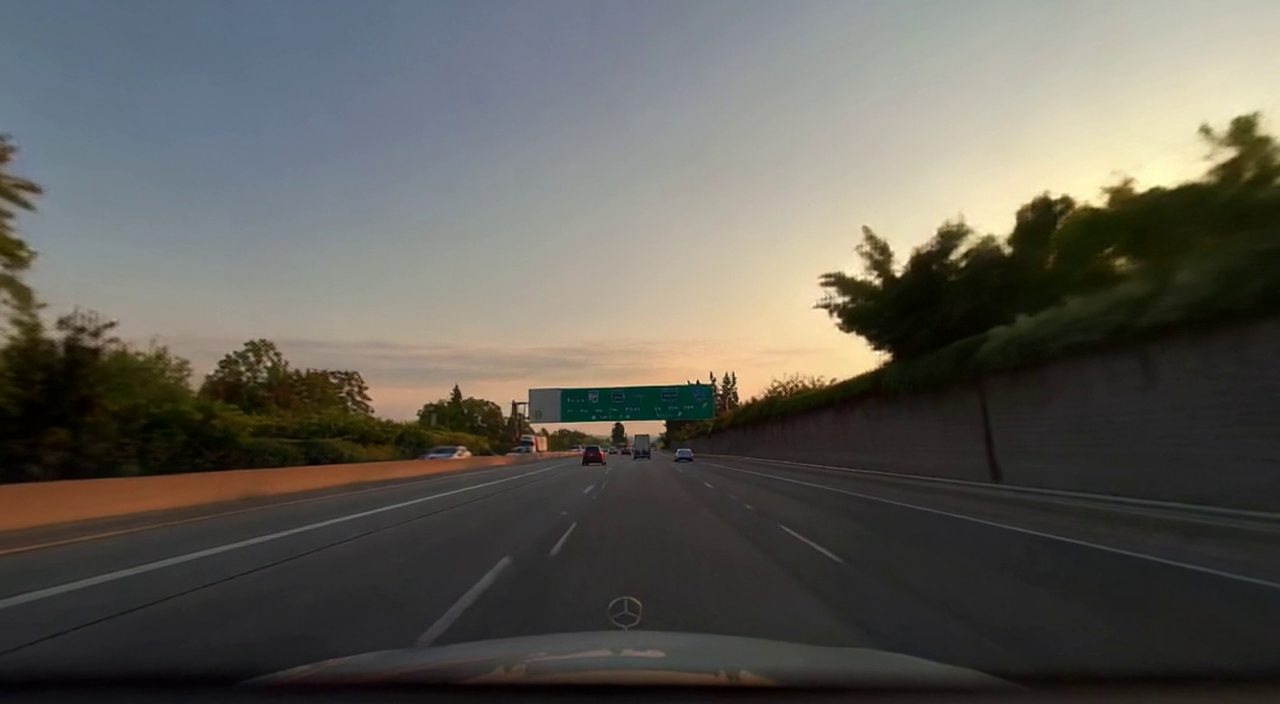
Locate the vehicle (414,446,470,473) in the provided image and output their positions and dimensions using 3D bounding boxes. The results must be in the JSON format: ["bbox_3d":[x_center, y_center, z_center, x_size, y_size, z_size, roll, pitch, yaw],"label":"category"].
[{"bbox_3d":[-11.942,6.500,38.350,2.010,1.524,4.377,0,-9,0],"label":"vehicle"}]

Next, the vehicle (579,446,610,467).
[{"bbox_3d":[-3.386,7.874,47.800,2.020,1.475,4.434,0,-9,0],"label":"vehicle"}]
